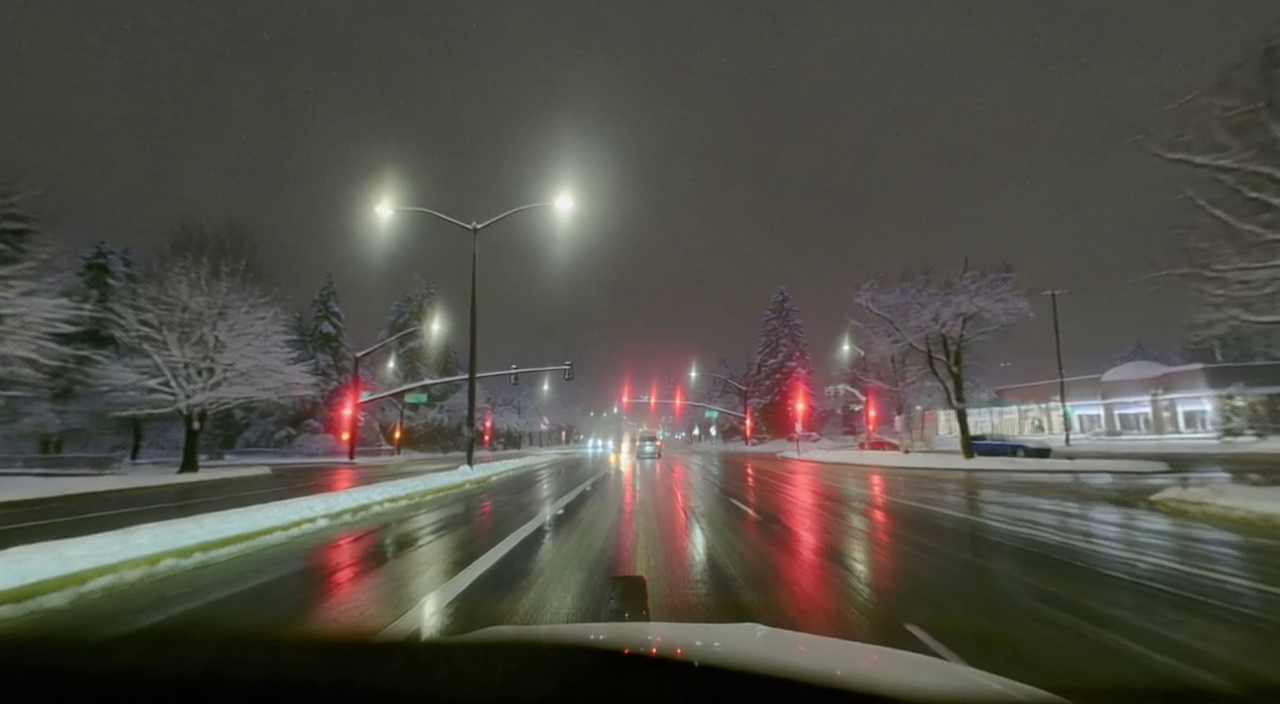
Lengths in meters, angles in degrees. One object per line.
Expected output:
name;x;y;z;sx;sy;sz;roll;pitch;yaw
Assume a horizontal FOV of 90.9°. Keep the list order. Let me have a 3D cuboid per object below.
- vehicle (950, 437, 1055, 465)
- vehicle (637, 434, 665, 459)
vehicle;19.884;5.438;34.683;4.479;1.488;2.038;0;-8;-1
vehicle;0.849;7.050;47.195;1.994;1.759;4.186;0;-8;2
